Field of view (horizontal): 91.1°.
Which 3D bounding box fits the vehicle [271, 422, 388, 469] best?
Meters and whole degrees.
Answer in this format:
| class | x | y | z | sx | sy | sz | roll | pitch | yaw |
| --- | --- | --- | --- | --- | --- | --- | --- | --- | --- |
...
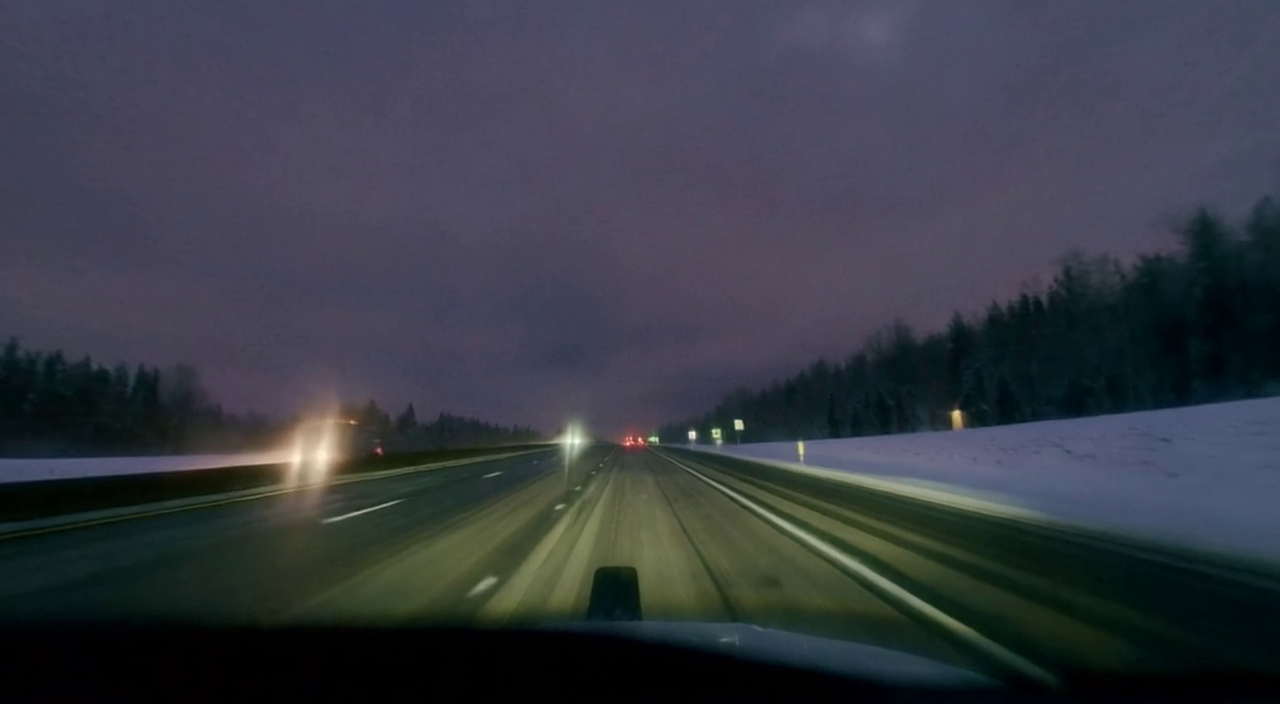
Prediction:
| class | x | y | z | sx | sy | sz | roll | pitch | yaw |
| --- | --- | --- | --- | --- | --- | --- | --- | --- | --- |
| vehicle | -23.971 | 7.299 | 49.707 | 3.053 | 3.257 | 12.376 | 0 | -8 | -1 |
